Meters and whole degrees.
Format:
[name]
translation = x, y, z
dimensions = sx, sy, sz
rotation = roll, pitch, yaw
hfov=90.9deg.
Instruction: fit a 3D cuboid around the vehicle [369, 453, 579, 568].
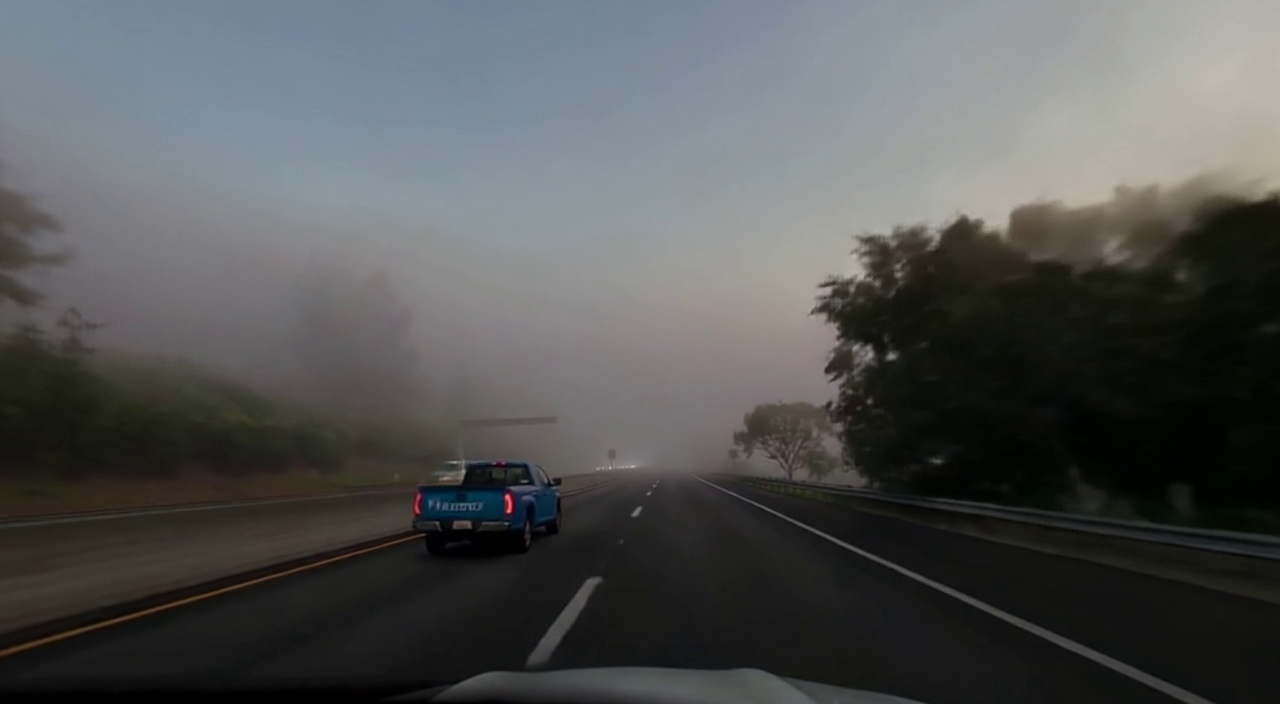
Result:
[vehicle]
translation = -2.510, 2.626, 11.144
dimensions = 2.135, 1.506, 5.041
rotation = 0, -10, 2
